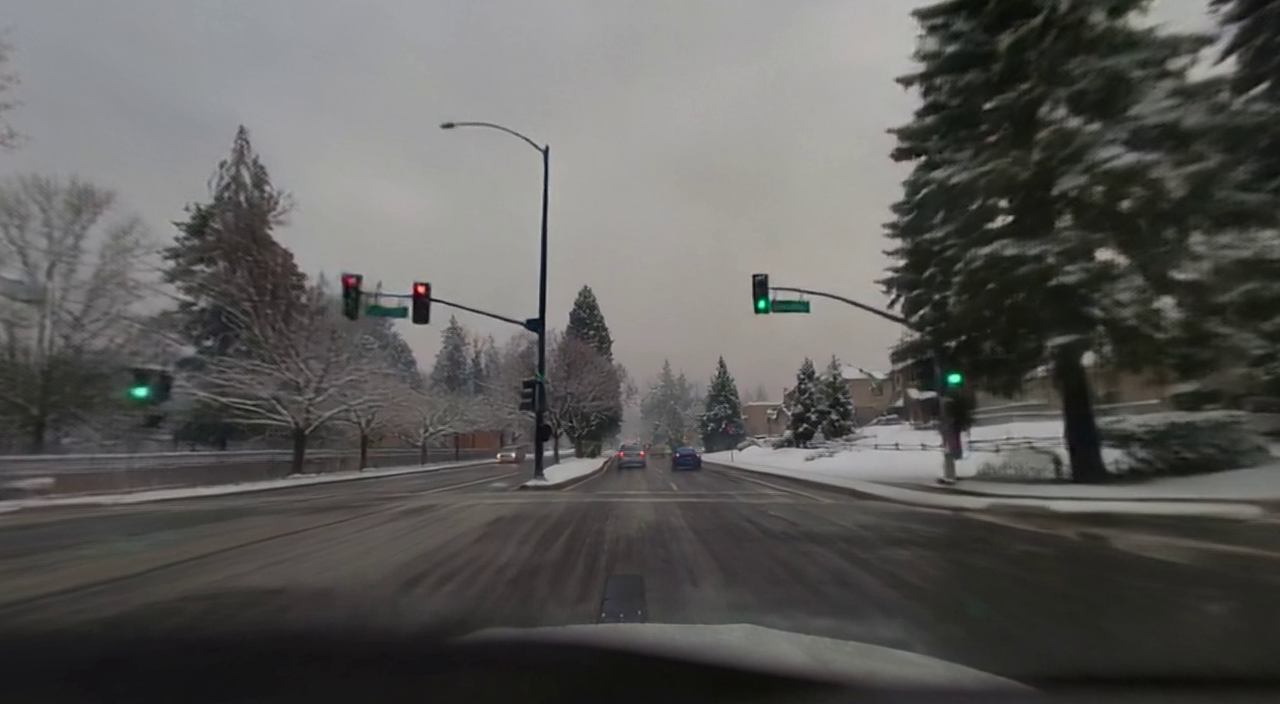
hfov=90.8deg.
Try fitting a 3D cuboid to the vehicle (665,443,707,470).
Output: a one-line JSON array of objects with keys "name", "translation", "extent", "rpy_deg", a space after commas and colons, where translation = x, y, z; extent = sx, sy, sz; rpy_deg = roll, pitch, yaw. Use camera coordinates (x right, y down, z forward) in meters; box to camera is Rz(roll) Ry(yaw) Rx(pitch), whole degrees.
[{"name": "vehicle", "translation": [2.751, 6.324, 38.454], "extent": [2.057, 1.496, 4.401], "rpy_deg": [0, -8, -2]}]

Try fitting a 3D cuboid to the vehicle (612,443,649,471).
[{"name": "vehicle", "translation": [-0.565, 5.938, 36.002], "extent": [2.018, 1.511, 3.993], "rpy_deg": [0, -8, -1]}]
